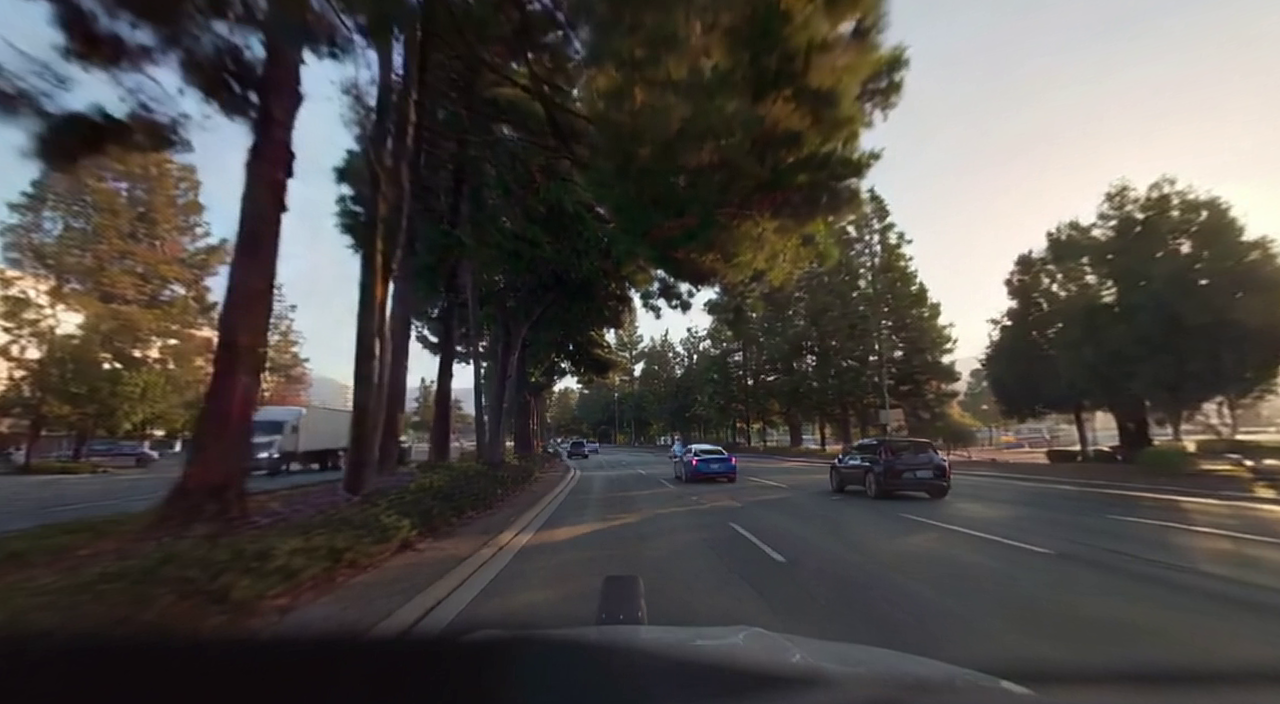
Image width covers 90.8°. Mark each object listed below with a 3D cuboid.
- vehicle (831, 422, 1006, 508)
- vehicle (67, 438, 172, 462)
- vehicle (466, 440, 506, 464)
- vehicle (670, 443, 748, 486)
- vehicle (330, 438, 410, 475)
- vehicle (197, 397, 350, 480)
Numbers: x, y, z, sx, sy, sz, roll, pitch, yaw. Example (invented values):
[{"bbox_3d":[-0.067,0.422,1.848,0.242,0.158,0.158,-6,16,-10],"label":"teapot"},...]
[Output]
[{"bbox_3d":[6.327,2.622,15.059,1.987,1.730,4.373,0,-8,-3],"label":"vehicle"},{"bbox_3d":[-38.897,7.354,47.324,5.666,1.704,2.210,0,-8,-4],"label":"vehicle"},{"bbox_3d":[-10.287,6.731,42.500,2.056,1.506,4.616,1,-9,-6],"label":"vehicle"},{"bbox_3d":[2.333,3.954,22.541,1.990,1.347,4.388,1,-8,-4],"label":"vehicle"},{"bbox_3d":[-12.038,4.685,28.497,1.965,1.514,4.404,1,-8,-5],"label":"vehicle"},{"bbox_3d":[-15.508,3.789,27.509,2.989,3.150,6.793,1,-8,-5],"label":"vehicle"}]
